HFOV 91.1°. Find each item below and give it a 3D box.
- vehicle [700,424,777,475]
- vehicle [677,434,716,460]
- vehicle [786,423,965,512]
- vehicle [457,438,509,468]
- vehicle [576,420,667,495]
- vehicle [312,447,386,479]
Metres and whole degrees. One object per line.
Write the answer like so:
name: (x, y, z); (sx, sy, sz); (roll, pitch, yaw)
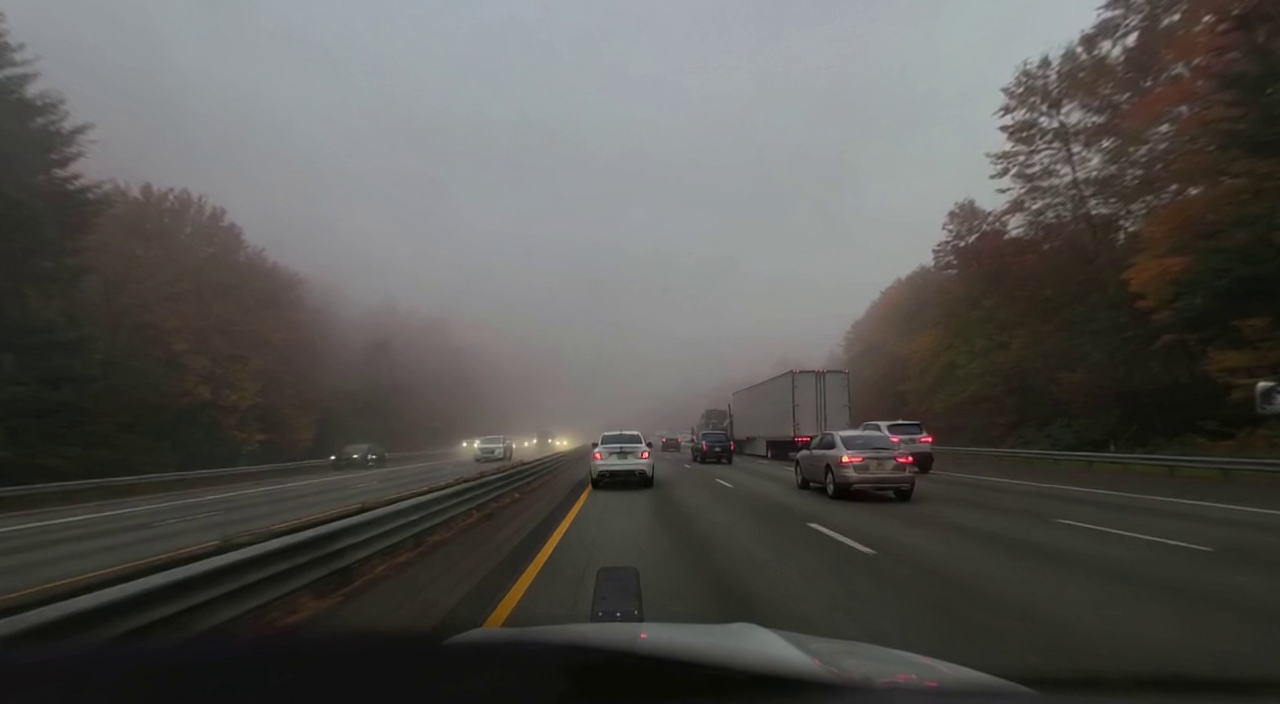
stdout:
vehicle: (3.571, 3.605, 23.547); (2.147, 1.707, 3.963); (0, -8, -2)
vehicle: (3.409, 5.824, 38.721); (1.865, 1.471, 3.916); (0, -8, -2)
vehicle: (4.567, 2.274, 12.970); (2.040, 1.523, 4.068); (0, -8, -1)
vehicle: (-9.170, 5.903, 37.057); (2.051, 1.679, 4.148); (0, -8, 0)
vehicle: (-0.474, 2.741, 16.783); (2.087, 1.709, 4.455); (0, -8, -1)
vehicle: (-15.392, 5.877, 33.508); (1.976, 1.500, 4.233); (0, -8, -1)
